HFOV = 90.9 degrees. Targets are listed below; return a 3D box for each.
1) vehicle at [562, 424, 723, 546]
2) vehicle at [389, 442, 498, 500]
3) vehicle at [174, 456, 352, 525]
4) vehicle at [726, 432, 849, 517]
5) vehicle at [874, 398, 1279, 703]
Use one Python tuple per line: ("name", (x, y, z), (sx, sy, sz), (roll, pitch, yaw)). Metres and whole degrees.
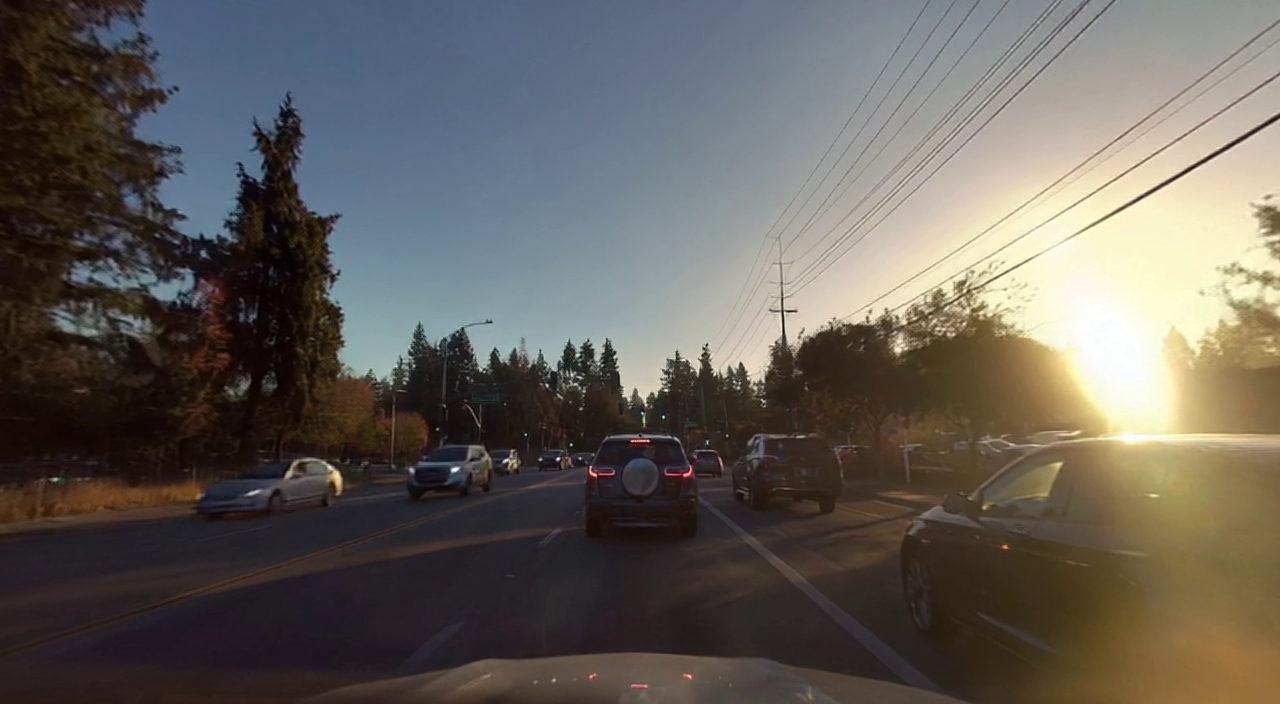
("vehicle", (0.047, 2.139, 10.784), (2.200, 1.653, 4.127), (0, -8, 1))
("vehicle", (-6.430, 3.917, 21.255), (2.218, 1.722, 4.397), (0, -8, 0))
("vehicle", (-9.409, 3.448, 16.252), (1.854, 1.459, 4.288), (0, -8, 1))
("vehicle", (3.272, 2.785, 14.872), (1.914, 1.698, 4.049), (0, -8, 0))
("vehicle", (2.856, 1.037, 2.878), (1.950, 1.487, 4.275), (0, -8, 1))
